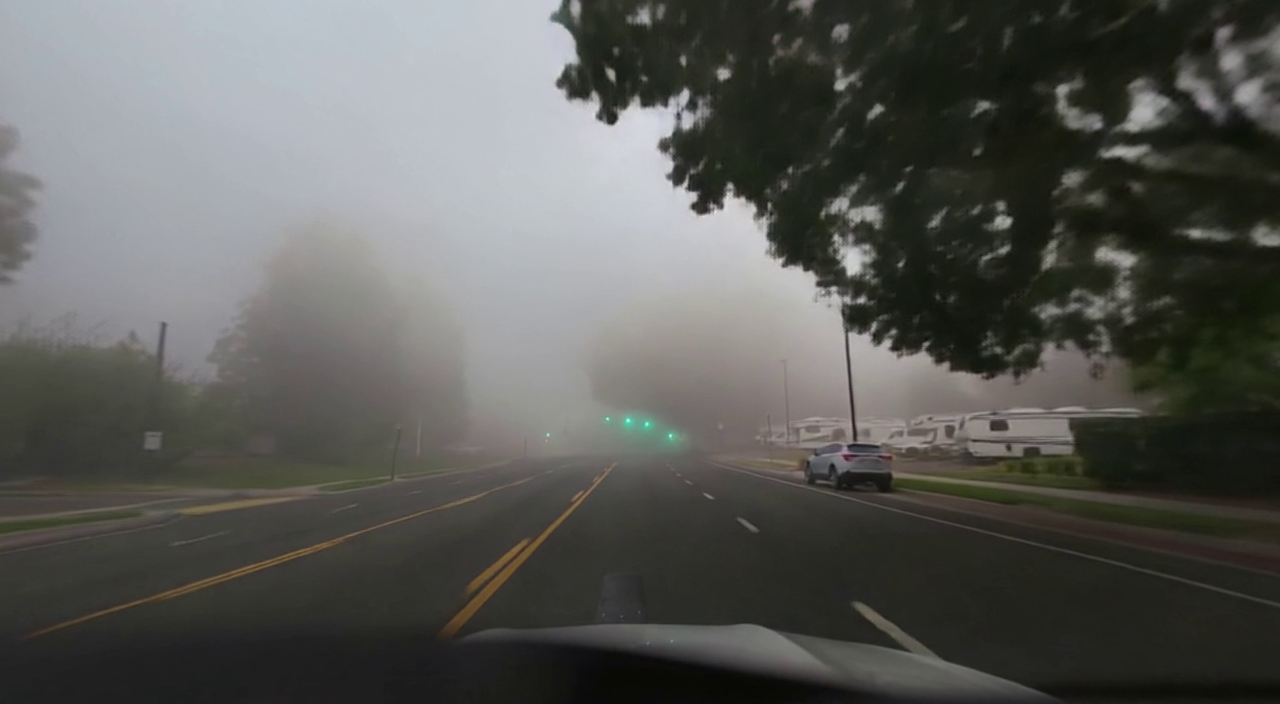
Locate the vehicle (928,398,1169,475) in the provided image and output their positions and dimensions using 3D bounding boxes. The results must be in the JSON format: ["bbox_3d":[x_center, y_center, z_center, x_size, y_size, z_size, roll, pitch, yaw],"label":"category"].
[{"bbox_3d":[17.219,3.620,27.163,8.016,2.965,3.192,-1,-8,1],"label":"vehicle"}]

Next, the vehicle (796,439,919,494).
[{"bbox_3d":[6.416,3.414,19.244,1.993,1.461,4.269,0,-8,-3],"label":"vehicle"}]
